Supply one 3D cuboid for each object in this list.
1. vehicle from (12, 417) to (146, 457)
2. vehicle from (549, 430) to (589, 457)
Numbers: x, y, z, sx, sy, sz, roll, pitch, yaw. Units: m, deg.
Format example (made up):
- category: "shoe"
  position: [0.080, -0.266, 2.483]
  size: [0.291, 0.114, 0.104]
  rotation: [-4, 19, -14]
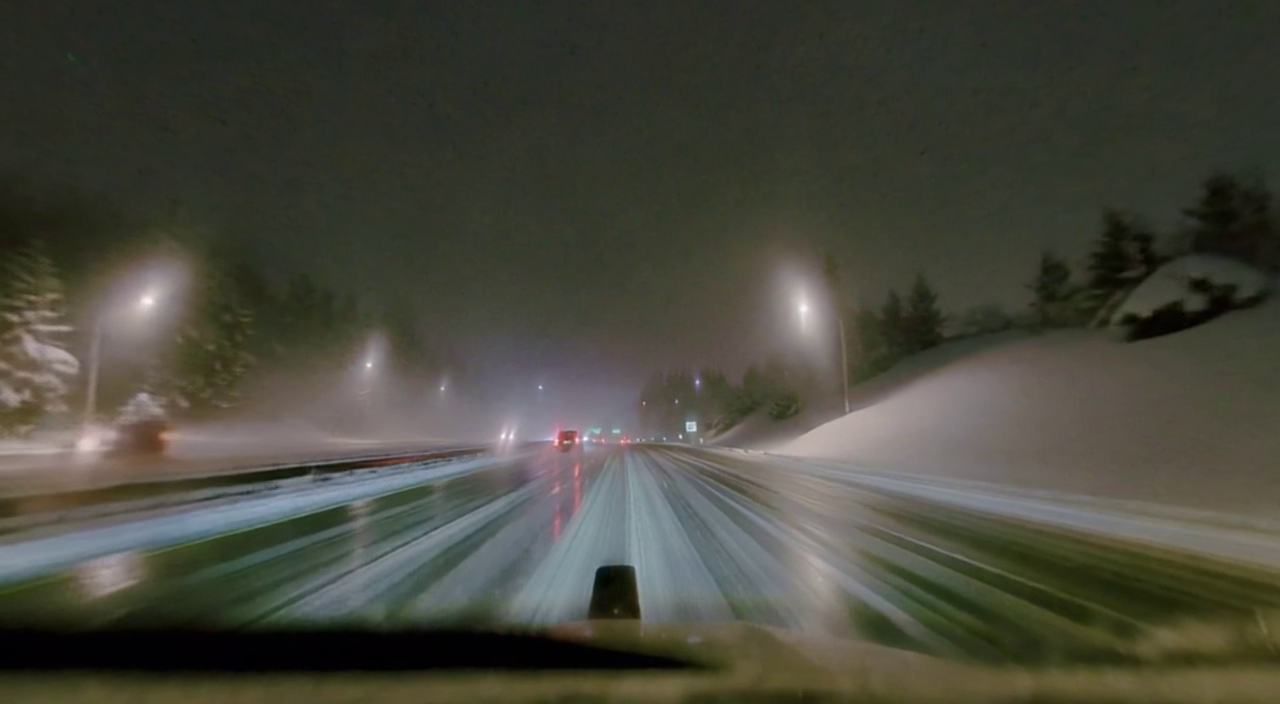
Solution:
- category: "vehicle"
  position: [-24.804, 3.792, 28.130]
  size: [1.849, 1.591, 4.497]
  rotation: [0, -8, -1]
- category: "vehicle"
  position: [-4.384, 5.700, 39.398]
  size: [2.062, 1.591, 4.156]
  rotation: [0, -8, -1]
